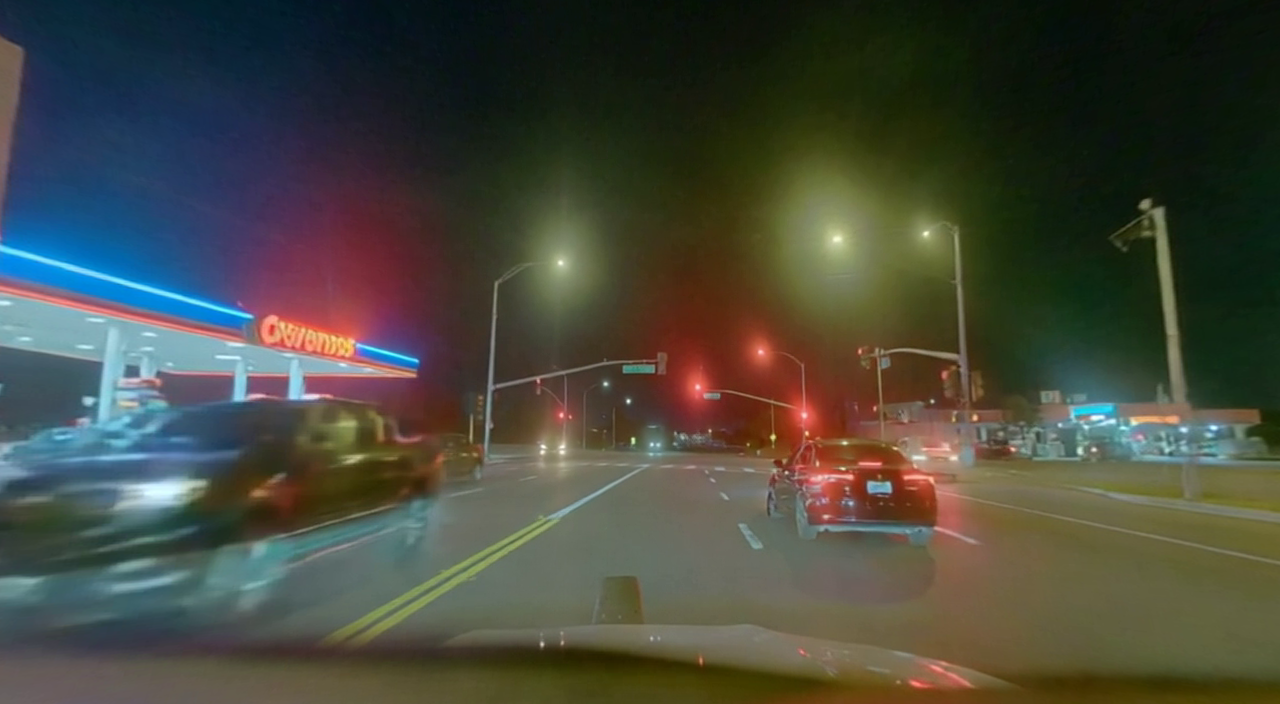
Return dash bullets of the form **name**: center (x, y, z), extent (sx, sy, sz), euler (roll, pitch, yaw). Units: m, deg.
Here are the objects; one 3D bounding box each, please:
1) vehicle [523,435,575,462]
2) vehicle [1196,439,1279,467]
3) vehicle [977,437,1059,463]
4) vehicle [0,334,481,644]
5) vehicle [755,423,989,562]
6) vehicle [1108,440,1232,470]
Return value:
- **vehicle**: center (-6.387, 6.679, 43.847), extent (2.196, 1.696, 4.484), euler (4, -9, -27)
- **vehicle**: center (36.716, 6.044, 37.851), extent (4.568, 1.643, 1.911), euler (-3, -9, 18)
- **vehicle**: center (25.595, 6.631, 42.964), extent (4.562, 1.676, 1.819), euler (-5, -10, 29)
- **vehicle**: center (-3.645, 1.227, 6.655), extent (2.334, 1.966, 5.056), euler (-1, -8, 3)
- **vehicle**: center (2.984, 1.886, 9.299), extent (1.995, 1.525, 4.392), euler (-1, -8, 3)
- **vehicle**: center (27.195, 5.289, 32.618), extent (4.510, 1.483, 1.774), euler (-4, -9, 24)
